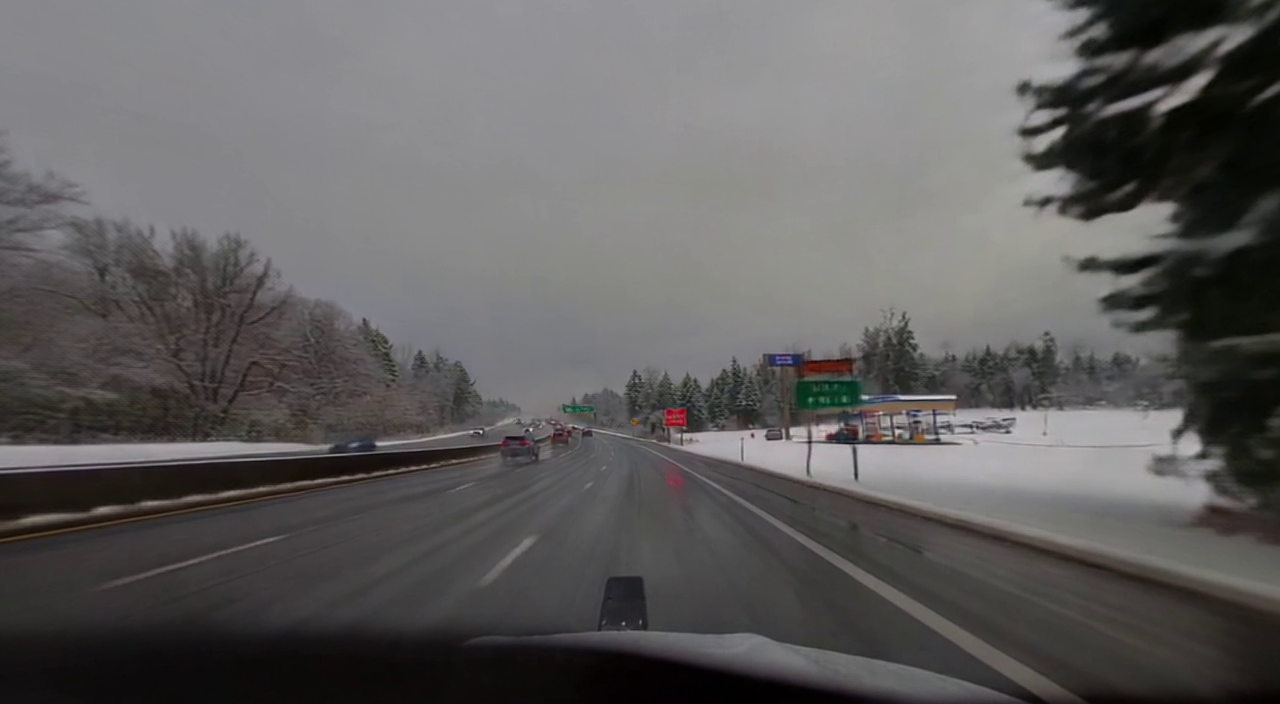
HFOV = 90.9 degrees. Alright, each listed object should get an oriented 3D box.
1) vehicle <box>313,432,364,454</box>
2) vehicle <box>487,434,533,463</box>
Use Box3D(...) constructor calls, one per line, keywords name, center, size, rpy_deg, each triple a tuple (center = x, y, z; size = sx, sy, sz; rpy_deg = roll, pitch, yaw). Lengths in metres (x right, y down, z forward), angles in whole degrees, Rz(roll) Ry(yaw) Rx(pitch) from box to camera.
Box3D(name="vehicle", center=(-22.580, 6.858, 47.406), size=(1.973, 1.558, 4.050), rpy_deg=(0, -8, -2))
Box3D(name="vehicle", center=(-7.735, 5.791, 37.858), size=(1.931, 1.608, 3.977), rpy_deg=(0, -8, -1))
